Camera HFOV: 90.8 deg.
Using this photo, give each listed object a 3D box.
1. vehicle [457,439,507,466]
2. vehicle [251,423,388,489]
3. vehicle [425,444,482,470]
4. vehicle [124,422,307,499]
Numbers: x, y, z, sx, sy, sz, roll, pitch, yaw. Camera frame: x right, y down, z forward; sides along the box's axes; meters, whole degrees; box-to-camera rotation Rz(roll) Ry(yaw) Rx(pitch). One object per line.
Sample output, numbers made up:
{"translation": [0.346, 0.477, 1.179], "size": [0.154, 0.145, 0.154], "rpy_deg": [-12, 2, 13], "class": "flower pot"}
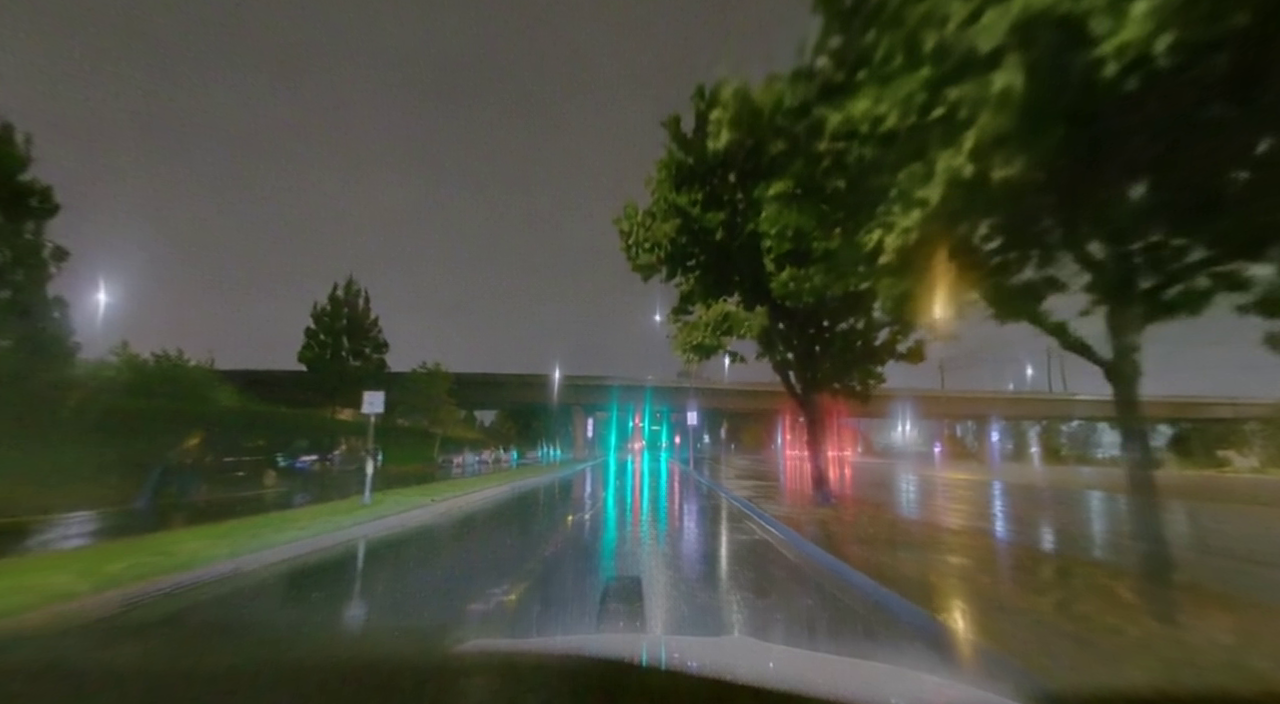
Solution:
{"translation": [-12.169, 7.758, 48.949], "size": [2.064, 1.809, 5.545], "rpy_deg": [3, -8, 3], "class": "vehicle"}
{"translation": [-13.094, 4.310, 26.534], "size": [2.307, 2.349, 6.335], "rpy_deg": [2, -8, 1], "class": "vehicle"}
{"translation": [-12.600, 7.110, 43.015], "size": [2.156, 1.489, 4.758], "rpy_deg": [5, -8, 2], "class": "vehicle"}
{"translation": [-13.073, 3.393, 20.051], "size": [2.136, 2.016, 5.354], "rpy_deg": [2, -9, -2], "class": "vehicle"}
